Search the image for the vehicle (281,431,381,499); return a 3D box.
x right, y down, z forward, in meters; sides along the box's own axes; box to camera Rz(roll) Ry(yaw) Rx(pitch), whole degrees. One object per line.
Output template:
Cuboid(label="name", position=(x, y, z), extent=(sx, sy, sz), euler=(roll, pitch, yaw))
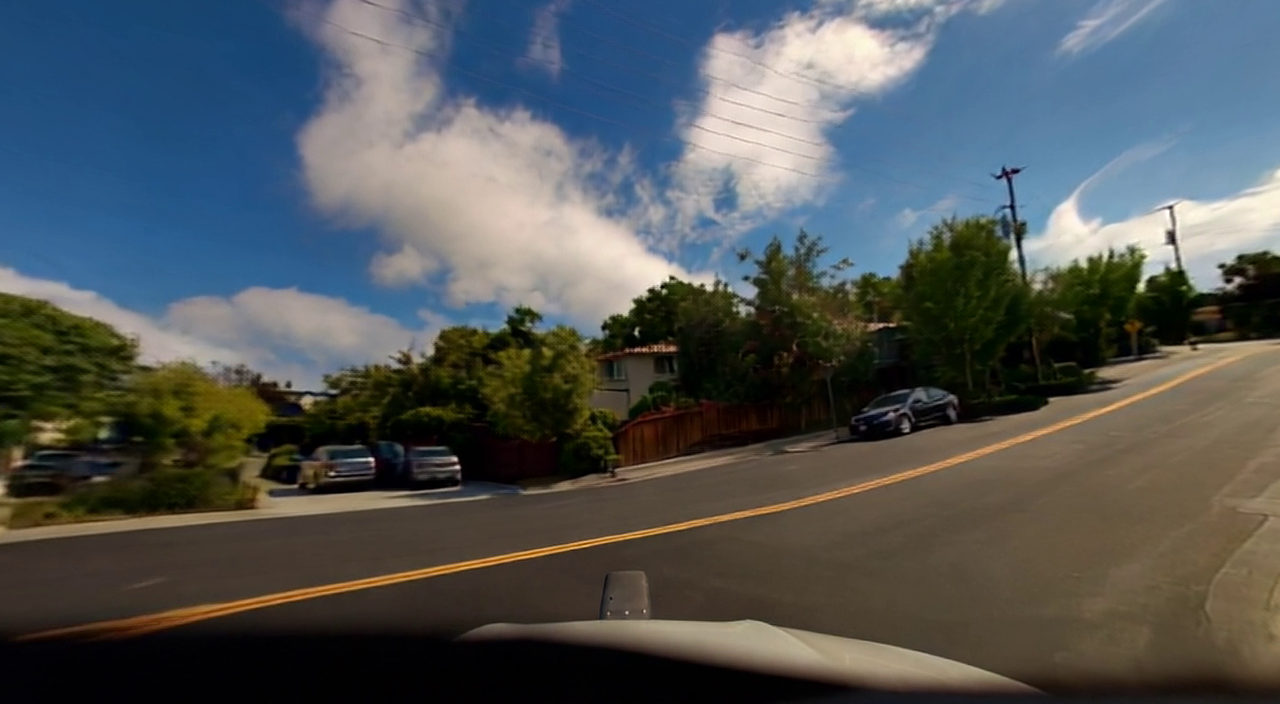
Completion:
Cuboid(label="vehicle", position=(-11.761, 4.185, 23.761), extent=(2.413, 1.838, 4.977), euler=(11, -7, -34))

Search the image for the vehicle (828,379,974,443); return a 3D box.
Cuboid(label="vehicle", position=(9.242, 2.030, 22.127), extent=(5.289, 1.595, 2.032), euler=(-2, -8, -36))

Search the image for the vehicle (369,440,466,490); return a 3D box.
Cuboid(label="vehicle", position=(-8.975, 4.447, 25.179), extent=(2.216, 1.728, 5.118), euler=(6, -11, -35))
